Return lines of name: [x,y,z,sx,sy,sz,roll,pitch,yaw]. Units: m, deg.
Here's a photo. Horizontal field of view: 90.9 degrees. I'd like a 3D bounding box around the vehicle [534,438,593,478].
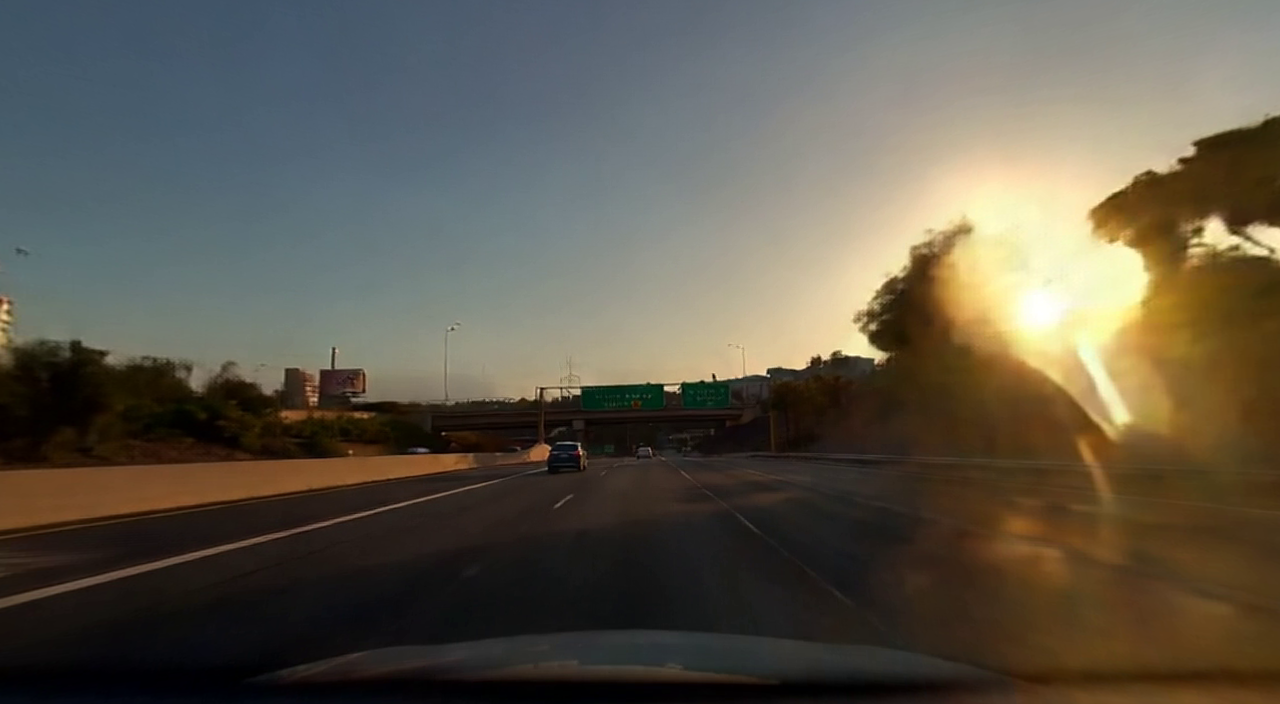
vehicle: [-3.450,4.869,29.272,2.072,1.706,4.359,0,-8,1]
